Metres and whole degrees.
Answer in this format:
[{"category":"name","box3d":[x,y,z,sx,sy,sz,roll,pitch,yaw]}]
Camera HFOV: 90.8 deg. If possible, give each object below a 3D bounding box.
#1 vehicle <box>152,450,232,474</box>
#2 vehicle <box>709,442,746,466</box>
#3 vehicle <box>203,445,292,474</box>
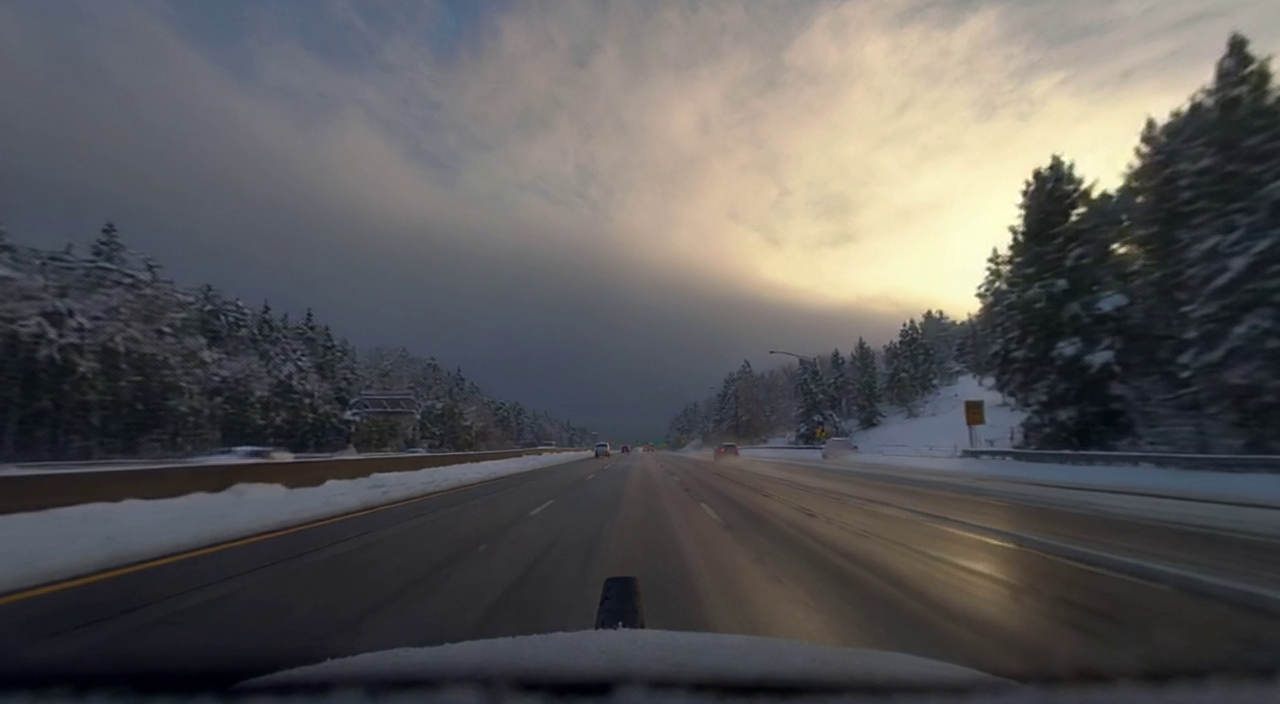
[{"category":"vehicle","box3d":[-28.838,7.079,40.844,1.863,1.423,4.413,0,-9,1]},{"category":"vehicle","box3d":[6.401,7.511,46.669,2.081,1.705,3.926,0,-9,-1]},{"category":"vehicle","box3d":[-21.643,5.933,35.102,1.878,1.506,4.695,0,-9,1]}]
